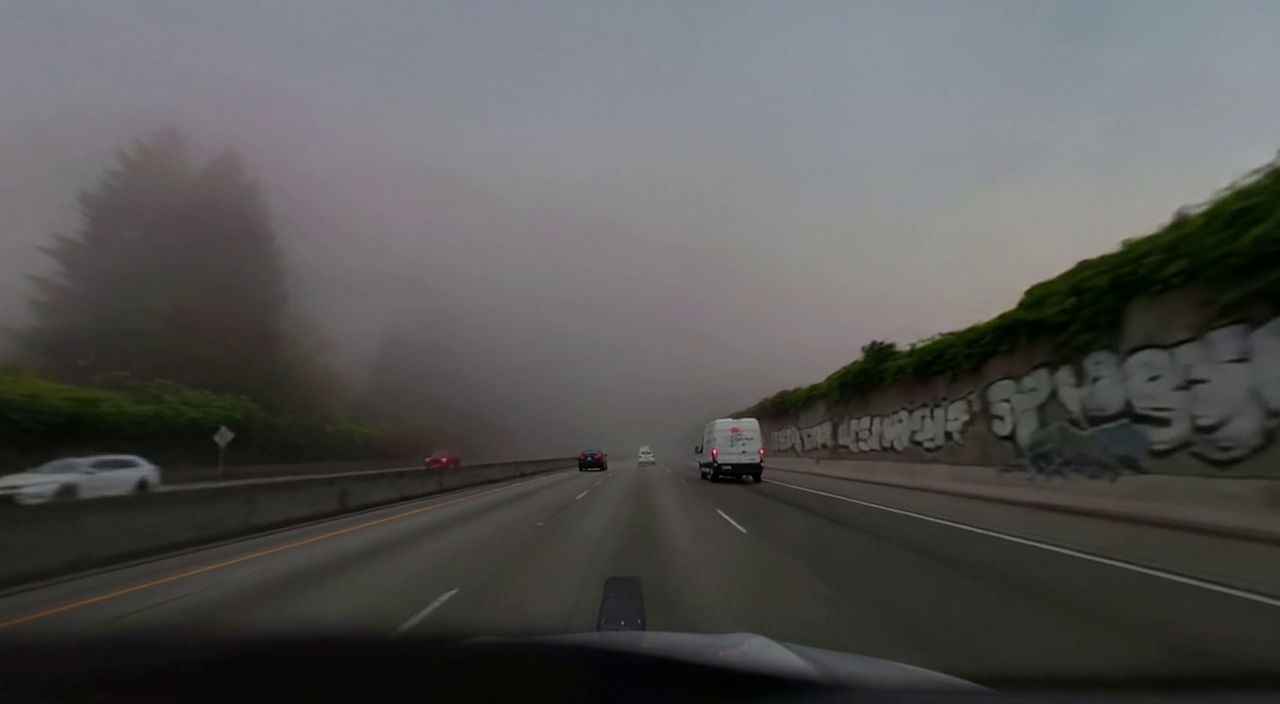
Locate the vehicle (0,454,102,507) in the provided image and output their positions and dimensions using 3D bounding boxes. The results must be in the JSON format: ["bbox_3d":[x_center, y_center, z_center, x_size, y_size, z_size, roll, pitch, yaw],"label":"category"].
[{"bbox_3d":[-19.617,3.913,19.292,1.952,1.509,4.840,0,-9,1],"label":"vehicle"}]

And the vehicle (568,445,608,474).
[{"bbox_3d":[-3.077,6.448,37.863,1.964,1.618,4.489,0,-9,1],"label":"vehicle"}]

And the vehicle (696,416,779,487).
[{"bbox_3d":[3.849,4.119,26.170,2.469,2.591,5.653,0,-9,-1],"label":"vehicle"}]
